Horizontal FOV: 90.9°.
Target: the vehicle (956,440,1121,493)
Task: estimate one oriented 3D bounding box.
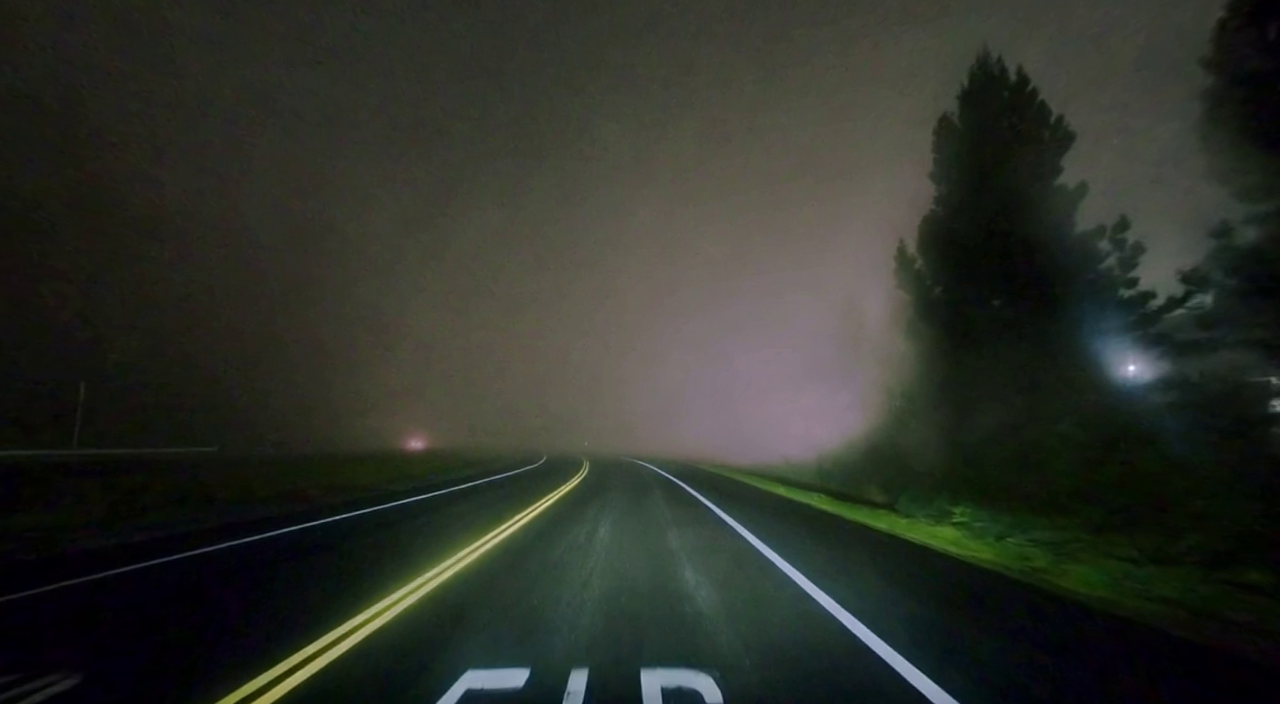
[{"bbox_3d":[12.668,3.630,20.184,4.139,1.399,1.817,3,-7,-3],"label":"vehicle"}]
